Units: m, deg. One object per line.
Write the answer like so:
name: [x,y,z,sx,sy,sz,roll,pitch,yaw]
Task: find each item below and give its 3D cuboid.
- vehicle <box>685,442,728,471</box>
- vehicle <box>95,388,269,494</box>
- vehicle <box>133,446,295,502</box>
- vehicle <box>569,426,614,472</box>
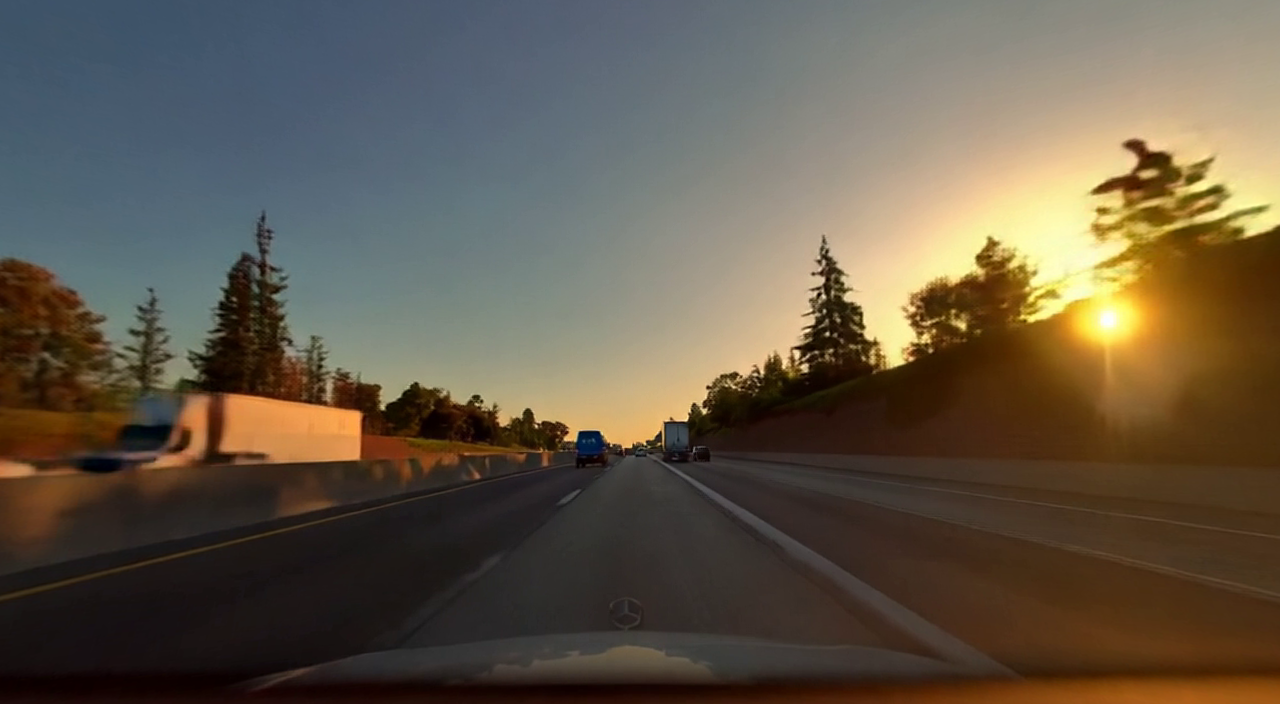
vehicle: [3.956,6.323,38.339,2.066,1.638,4.158,0,-9,-2]
vehicle: [-20.378,4.068,28.693,3.054,4.226,6.203,0,-9,0]
vehicle: [-12.440,3.562,18.844,1.829,1.445,4.332,0,-9,0]
vehicle: [-2.993,6.209,40.385,2.380,2.648,6.879,0,-9,-1]
